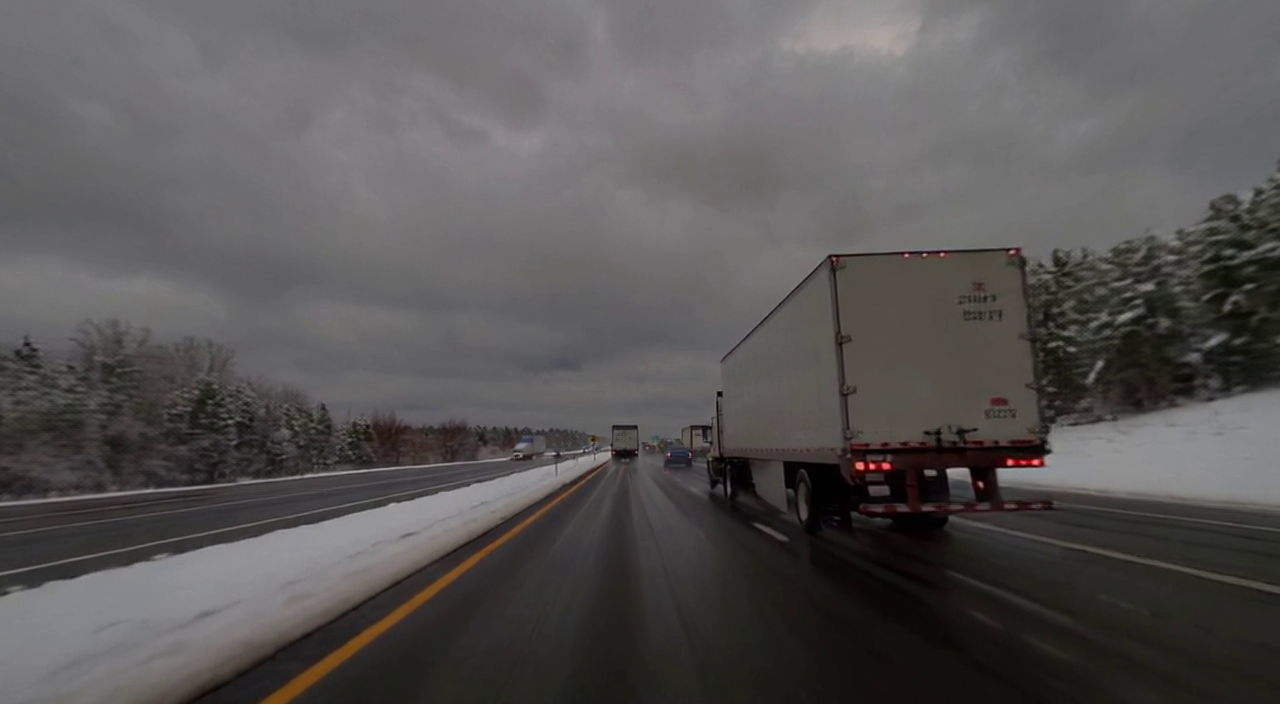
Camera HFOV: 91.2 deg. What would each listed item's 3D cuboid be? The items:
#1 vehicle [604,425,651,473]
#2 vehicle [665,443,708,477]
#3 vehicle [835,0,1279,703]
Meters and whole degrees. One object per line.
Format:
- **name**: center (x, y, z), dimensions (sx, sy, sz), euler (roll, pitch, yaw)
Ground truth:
- **vehicle**: center (-0.686, 6.101, 39.473), dimensions (2.506, 2.743, 6.093), euler (-1, -9, 3)
- **vehicle**: center (2.474, 5.742, 33.450), dimensions (2.127, 1.642, 3.899), euler (-1, -9, 3)
- **vehicle**: center (3.912, -0.085, 3.446), dimensions (2.816, 4.086, 8.486), euler (0, -9, 0)
